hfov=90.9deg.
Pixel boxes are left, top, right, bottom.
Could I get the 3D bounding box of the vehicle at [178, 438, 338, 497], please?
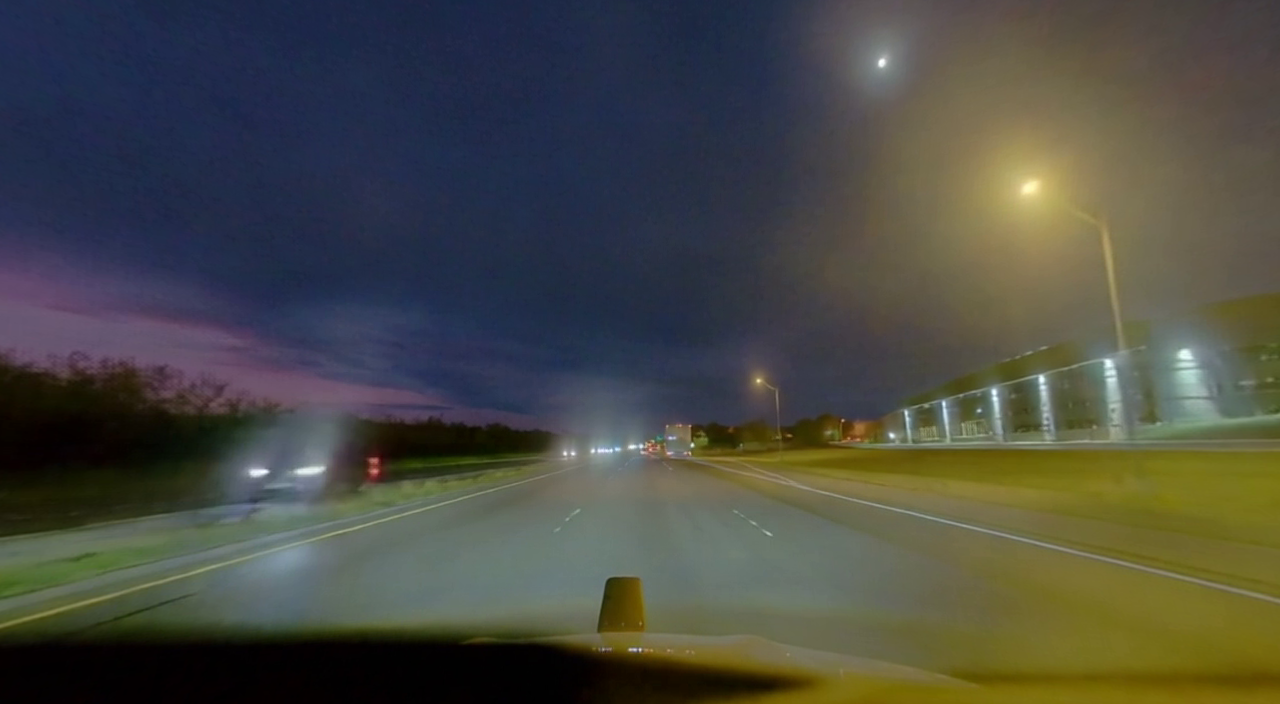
[{"bbox_3d":[-11.326,3.448,19.171,1.990,1.545,4.519,0,-9,1],"label":"vehicle"}]
